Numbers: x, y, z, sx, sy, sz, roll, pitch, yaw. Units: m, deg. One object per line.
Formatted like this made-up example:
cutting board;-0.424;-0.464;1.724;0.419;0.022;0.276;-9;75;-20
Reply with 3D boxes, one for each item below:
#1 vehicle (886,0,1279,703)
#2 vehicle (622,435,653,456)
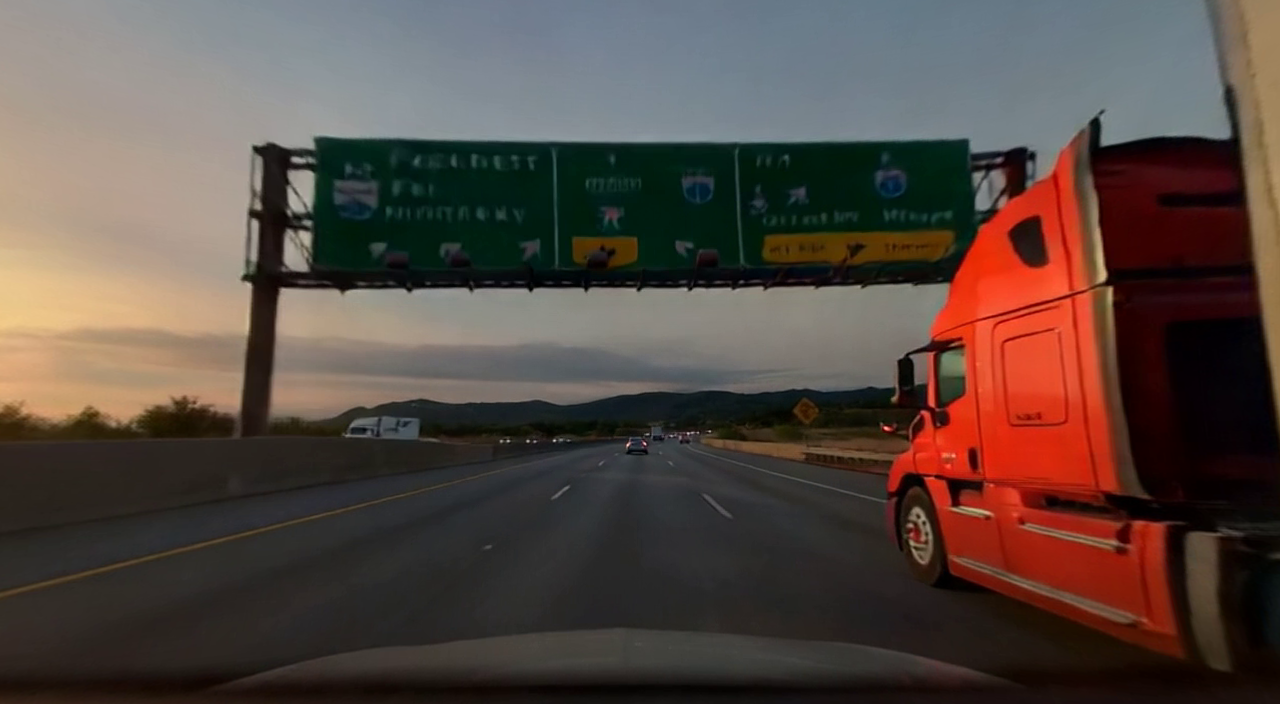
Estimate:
vehicle;3.698;-0.181;2.003;3.222;3.915;6.030;0;-8;-1
vehicle;-0.178;6.964;46.867;2.140;1.475;3.969;0;-8;0
